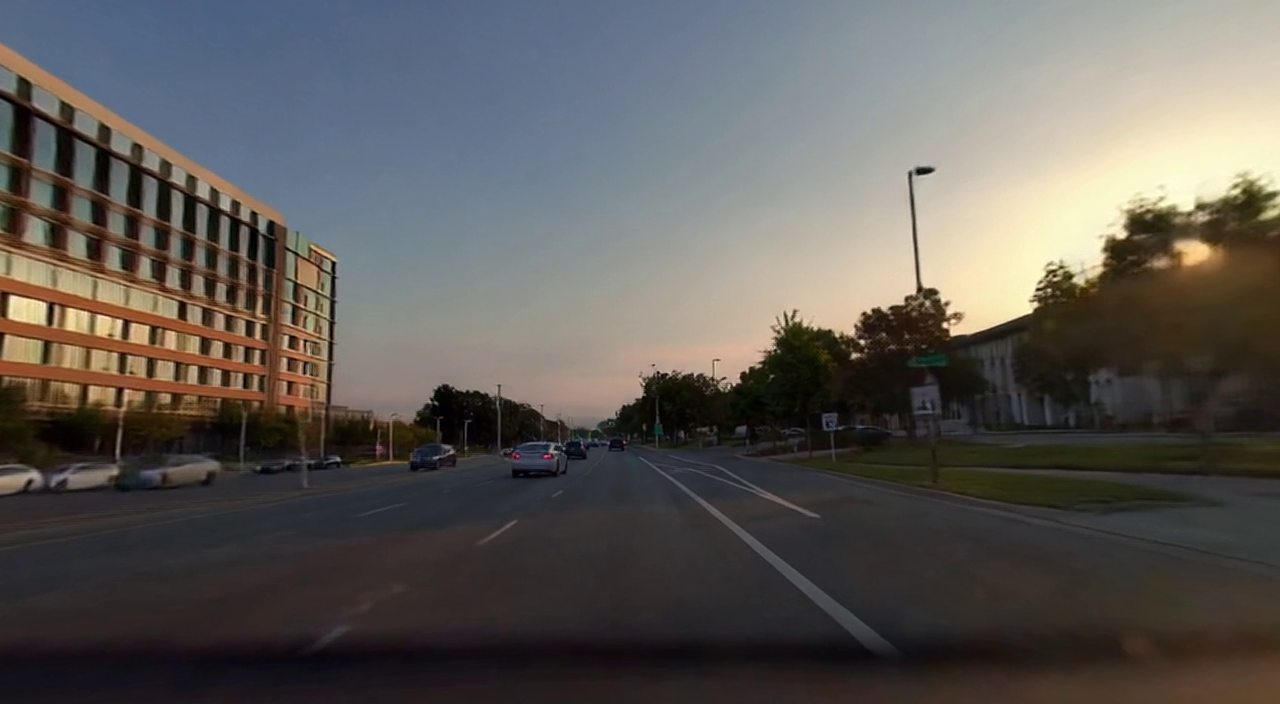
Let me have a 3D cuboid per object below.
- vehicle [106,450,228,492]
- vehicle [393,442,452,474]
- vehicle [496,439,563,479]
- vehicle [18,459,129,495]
[{"bbox_3d":[-22.695,5.706,30.630,2.201,1.782,4.675,0,-8,2],"label":"vehicle"},{"bbox_3d":[-13.173,6.414,38.623,2.150,1.721,4.465,-2,-8,-2],"label":"vehicle"},{"bbox_3d":[-4.396,4.335,25.845,2.025,1.474,4.292,0,-8,0],"label":"vehicle"},{"bbox_3d":[-30.198,6.644,33.911,1.872,1.644,4.627,0,-8,-4],"label":"vehicle"}]
